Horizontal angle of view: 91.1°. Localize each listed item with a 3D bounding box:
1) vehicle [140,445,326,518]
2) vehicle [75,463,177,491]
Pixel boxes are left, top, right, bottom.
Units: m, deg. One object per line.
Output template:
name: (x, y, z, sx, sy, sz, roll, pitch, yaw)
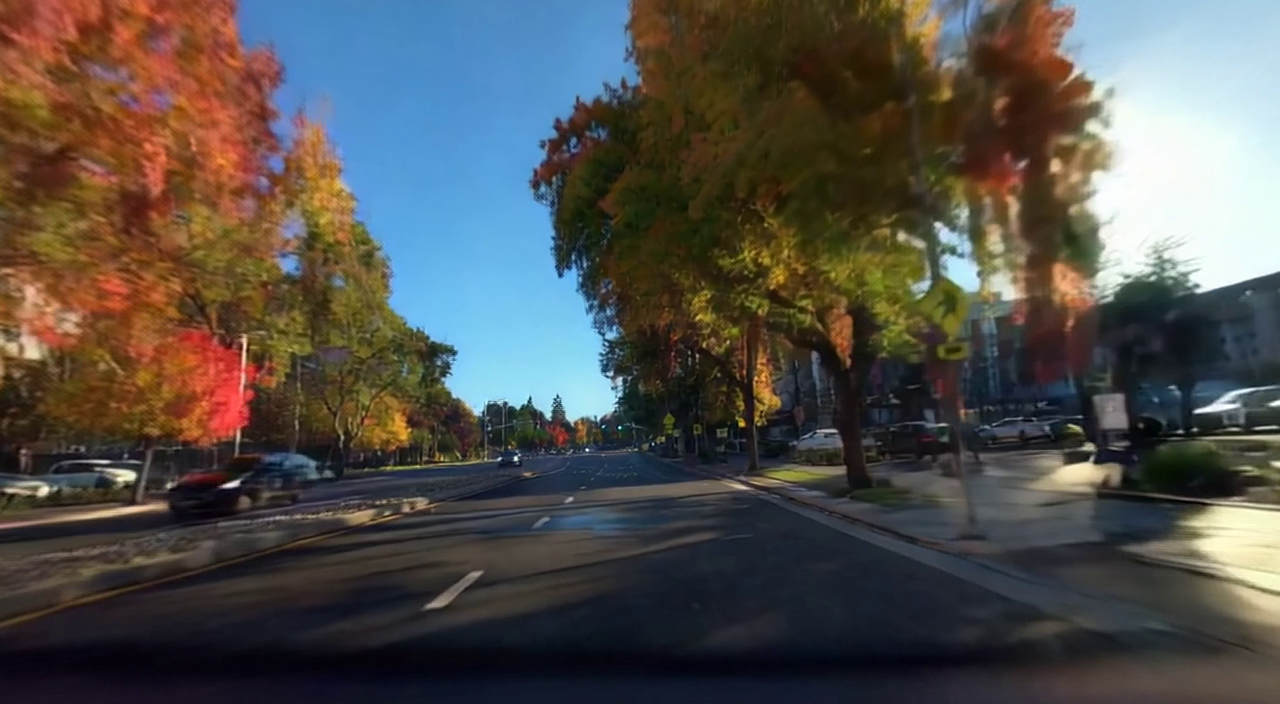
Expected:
vehicle: (-11.103, 3.514, 17.672, 2.075, 1.765, 4.684, 0, -9, 0)
vehicle: (-29.136, 7.084, 35.678, 3.990, 1.514, 1.892, 0, -9, -2)
